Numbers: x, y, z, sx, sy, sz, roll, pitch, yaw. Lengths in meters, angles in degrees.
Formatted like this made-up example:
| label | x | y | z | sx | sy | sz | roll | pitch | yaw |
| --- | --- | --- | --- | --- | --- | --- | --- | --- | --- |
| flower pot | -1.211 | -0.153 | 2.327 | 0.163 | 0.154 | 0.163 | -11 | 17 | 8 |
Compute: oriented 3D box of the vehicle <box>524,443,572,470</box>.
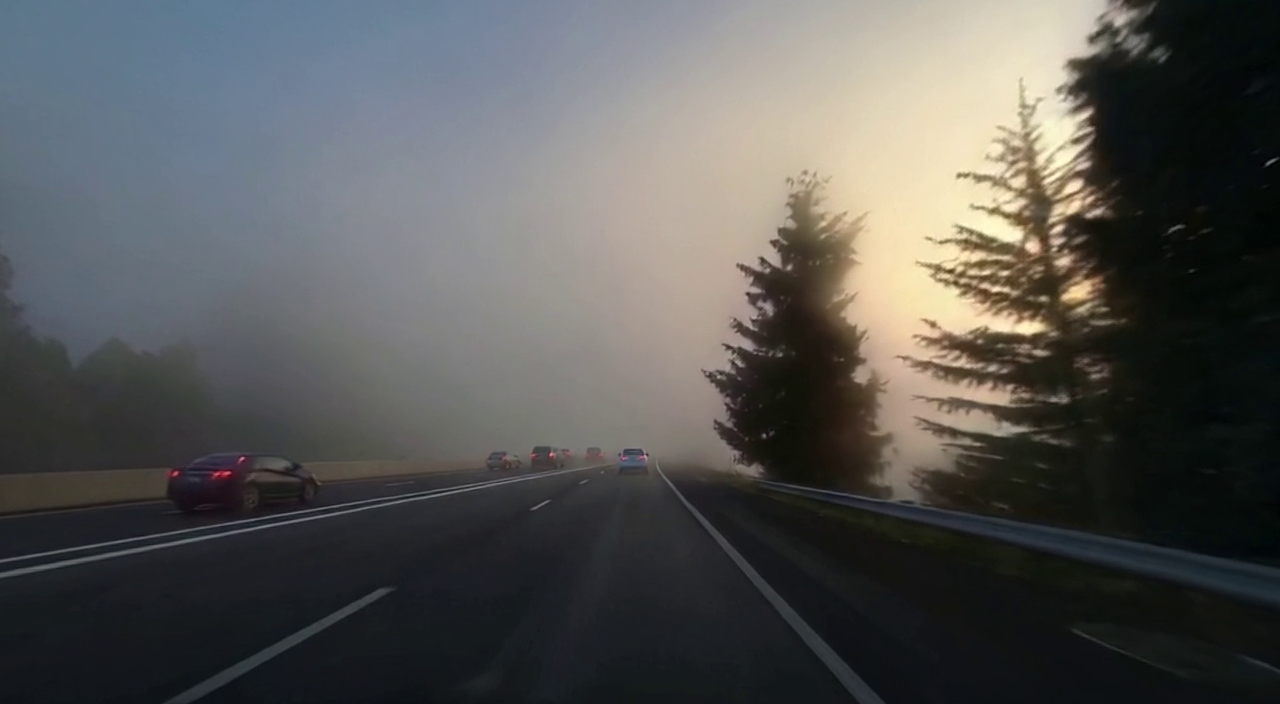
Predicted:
| label | x | y | z | sx | sy | sz | roll | pitch | yaw |
| --- | --- | --- | --- | --- | --- | --- | --- | --- | --- |
| vehicle | -7.086 | 8.108 | 49.344 | 2.397 | 1.911 | 5.596 | -1 | -8 | 5 |

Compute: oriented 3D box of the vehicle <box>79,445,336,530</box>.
| label | x | y | z | sx | sy | sz | roll | pitch | yaw |
| --- | --- | --- | --- | --- | --- | --- | --- | --- | --- |
| vehicle | -9.382 | 2.919 | 14.413 | 2.102 | 1.562 | 4.884 | -1 | -8 | 5 |

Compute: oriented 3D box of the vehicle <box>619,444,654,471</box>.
| label | x | y | z | sx | sy | sz | roll | pitch | yaw |
| --- | --- | --- | --- | --- | --- | --- | --- | --- | --- |
| vehicle | -0.180 | 7.031 | 42.391 | 2.179 | 1.742 | 4.396 | -1 | -8 | 1 |

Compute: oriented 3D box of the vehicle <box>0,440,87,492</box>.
| label | x | y | z | sx | sy | sz | roll | pitch | yaw |
| --- | --- | --- | --- | --- | --- | --- | --- | --- | --- |
| vehicle | -33.308 | 6.000 | 33.442 | 2.542 | 2.590 | 5.629 | -1 | -8 | 5 |
